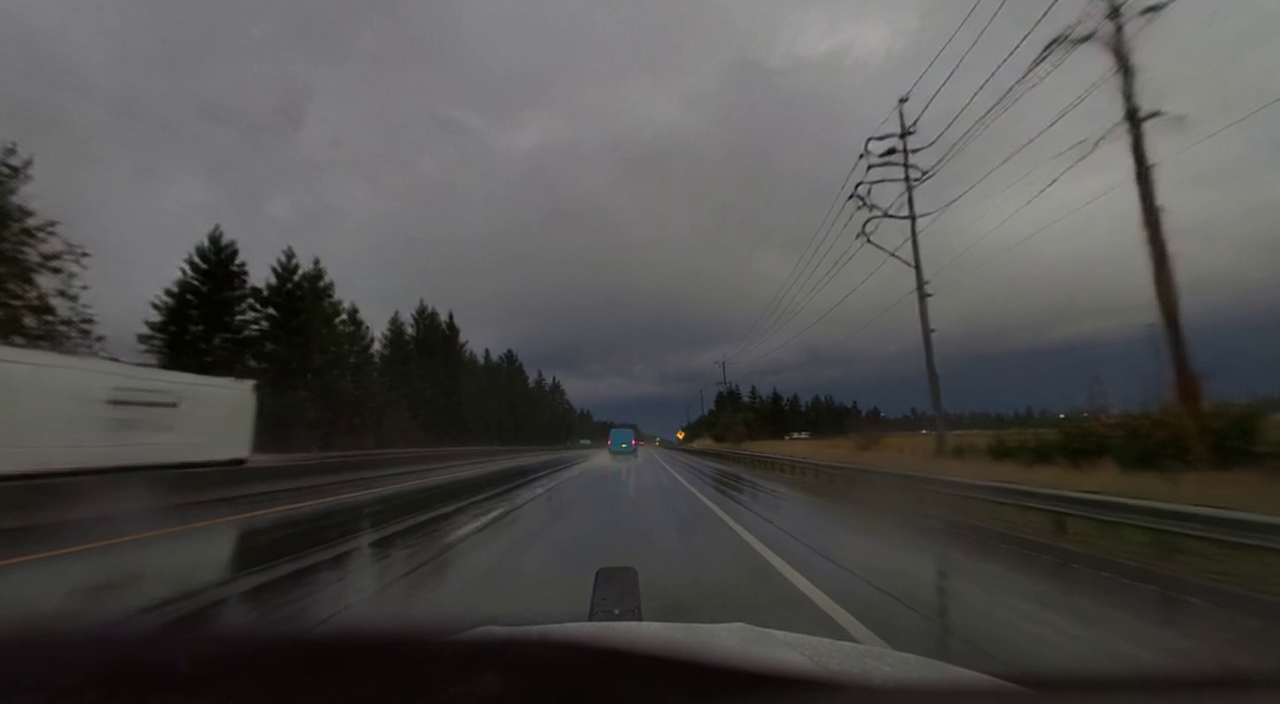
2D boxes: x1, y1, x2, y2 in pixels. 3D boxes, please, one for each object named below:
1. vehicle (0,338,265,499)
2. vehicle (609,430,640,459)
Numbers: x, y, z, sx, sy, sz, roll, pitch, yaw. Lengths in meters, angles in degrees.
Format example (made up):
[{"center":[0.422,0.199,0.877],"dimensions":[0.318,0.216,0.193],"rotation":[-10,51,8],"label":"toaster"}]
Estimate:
[{"center":[-17.202,2.121,18.928],"dimensions":[2.870,3.941,14.518],"rotation":[0,-8,0],"label":"vehicle"},{"center":[-1.022,6.430,43.804],"dimensions":[2.041,1.856,4.353],"rotation":[0,-8,0],"label":"vehicle"}]
